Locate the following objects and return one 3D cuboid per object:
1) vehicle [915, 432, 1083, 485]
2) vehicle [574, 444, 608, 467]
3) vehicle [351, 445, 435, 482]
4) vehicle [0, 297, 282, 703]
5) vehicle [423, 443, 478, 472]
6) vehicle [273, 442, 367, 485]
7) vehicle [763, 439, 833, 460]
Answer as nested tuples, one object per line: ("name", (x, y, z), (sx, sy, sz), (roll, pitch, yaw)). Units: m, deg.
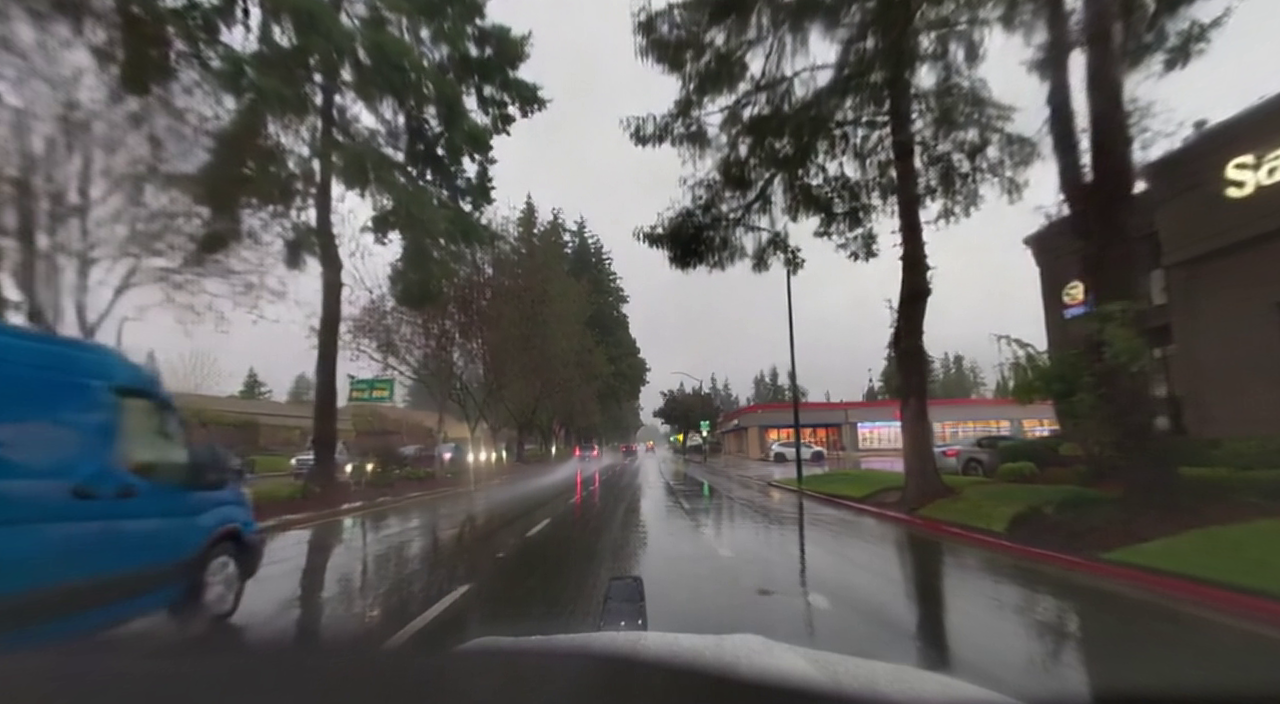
("vehicle", (10.938, 3.268, 19.379), (3.935, 1.518, 1.985), (0, -8, -1))
("vehicle", (-3.337, 7.157, 43.441), (1.966, 1.481, 4.385), (0, -8, 0))
("vehicle", (-12.070, 5.451, 31.075), (2.024, 1.656, 4.837), (-1, -8, 2))
("vehicle", (-3.966, 0.708, 2.499), (2.152, 1.987, 4.952), (0, -8, -1))
("vehicle", (-11.534, 6.422, 38.473), (2.044, 1.649, 4.211), (0, -8, 0))
("vehicle", (-15.121, 5.263, 30.020), (1.936, 1.813, 4.921), (-1, -8, 0))
("vehicle", (11.488, 7.095, 45.850), (4.607, 1.471, 1.982), (0, -8, -2))
